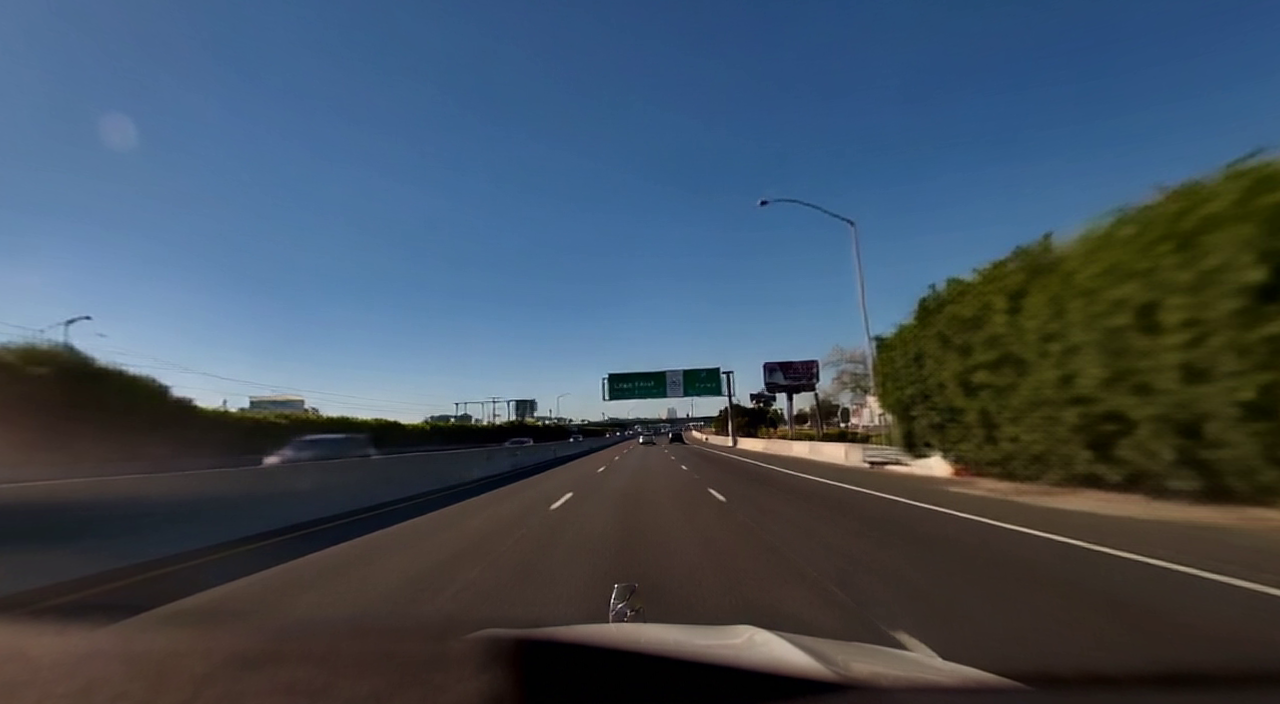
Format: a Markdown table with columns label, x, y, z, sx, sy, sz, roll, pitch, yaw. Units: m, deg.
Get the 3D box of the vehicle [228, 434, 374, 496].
| label | x | y | z | sx | sy | sz | roll | pitch | yaw |
| --- | --- | --- | --- | --- | --- | --- | --- | --- | --- |
| vehicle | -10.987 | 3.676 | 20.971 | 2.136 | 1.808 | 4.782 | 0 | -8 | 0 |
